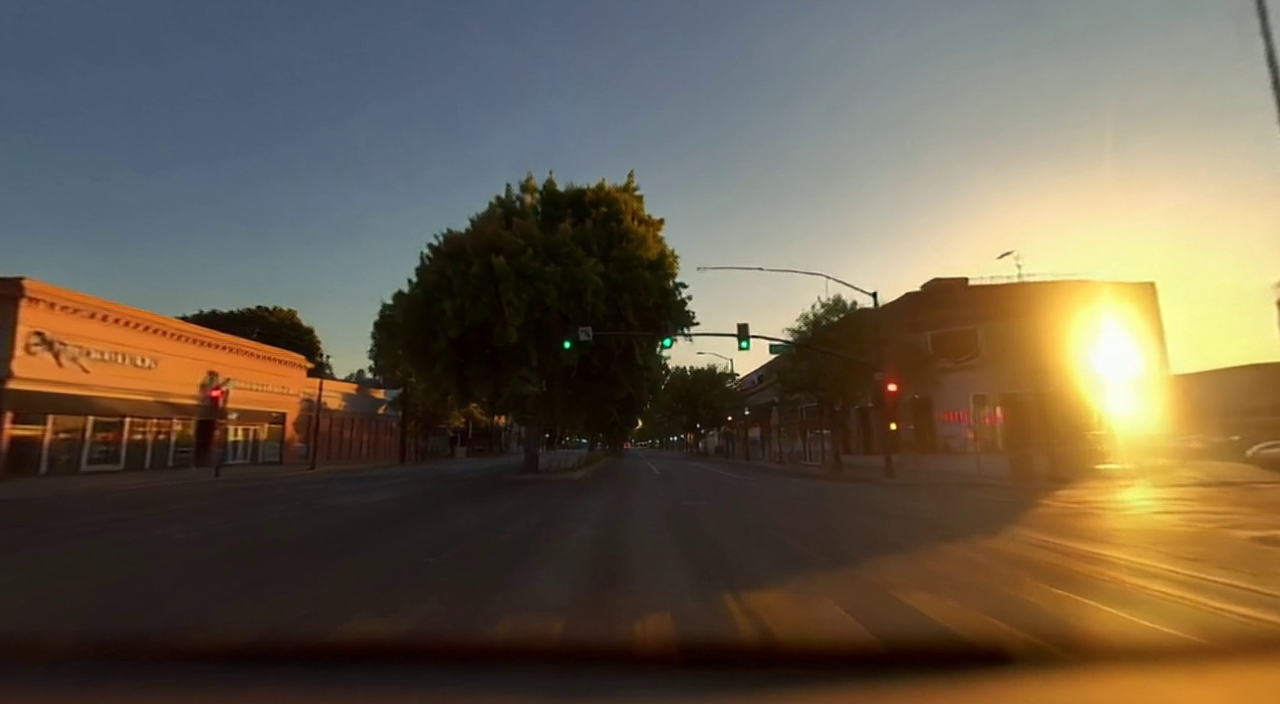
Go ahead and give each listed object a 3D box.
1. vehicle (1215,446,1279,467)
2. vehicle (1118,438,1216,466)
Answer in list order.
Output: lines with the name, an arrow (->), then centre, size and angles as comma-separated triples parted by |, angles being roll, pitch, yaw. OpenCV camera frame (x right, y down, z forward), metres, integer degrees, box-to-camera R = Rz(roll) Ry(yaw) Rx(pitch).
vehicle -> 46.709, 7.977, 48.279 | 4.083, 1.466, 1.972 | 2, -10, -14
vehicle -> 34.444, 6.543, 41.389 | 4.520, 1.812, 2.015 | 0, -9, 0
